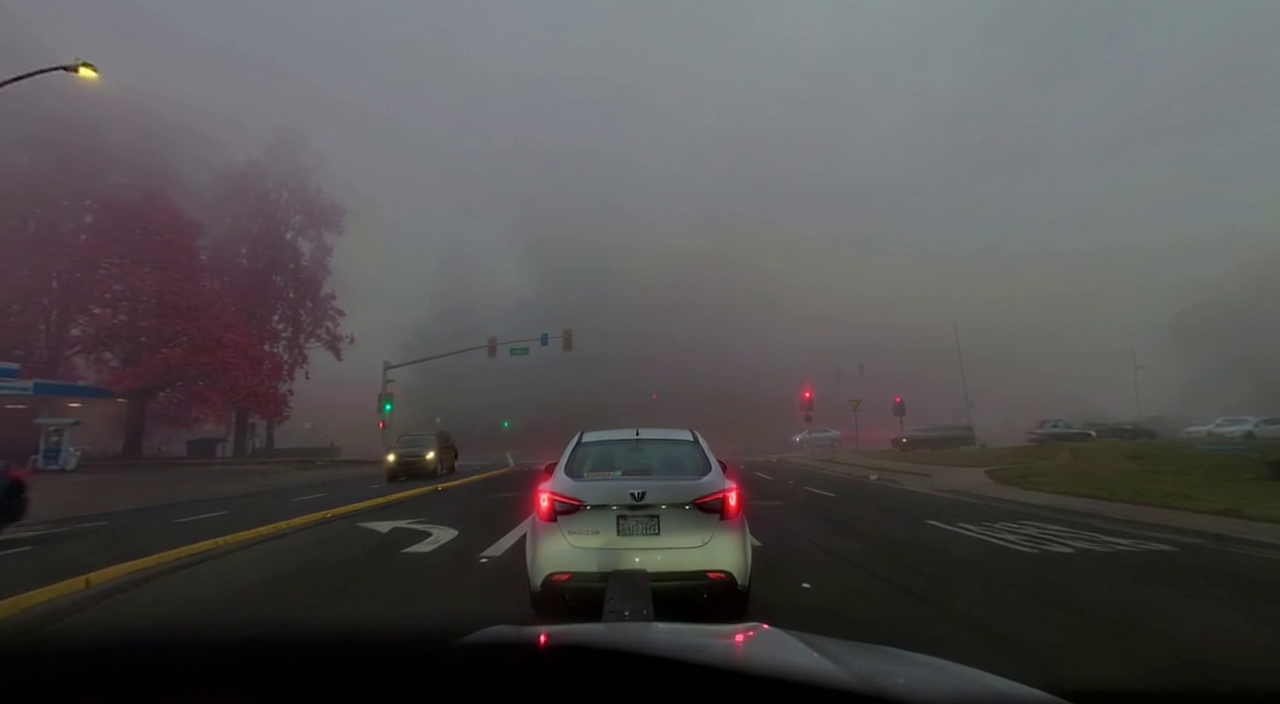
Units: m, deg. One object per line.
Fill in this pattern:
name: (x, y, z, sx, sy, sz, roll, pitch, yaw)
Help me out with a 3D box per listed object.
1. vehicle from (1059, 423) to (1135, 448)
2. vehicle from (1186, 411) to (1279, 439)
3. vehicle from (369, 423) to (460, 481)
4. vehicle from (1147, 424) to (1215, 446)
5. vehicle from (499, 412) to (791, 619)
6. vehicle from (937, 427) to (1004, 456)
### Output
vehicle: (34.756, 6.389, 48.038, 4.294, 1.557, 1.744, -4, -7, 1)
vehicle: (36.315, 4.550, 38.620, 1.848, 1.581, 4.475, 0, -8, 3)
vehicle: (-8.936, 4.001, 25.553, 2.378, 2.084, 5.225, 1, -8, -8)
vehicle: (41.104, 6.317, 47.906, 3.573, 1.432, 1.604, -3, -7, 2)
vehicle: (0.011, 1.482, 6.666, 2.112, 1.482, 4.057, 0, -8, -1)
vehicle: (18.377, 4.960, 34.983, 2.053, 1.495, 4.091, -8, -12, 44)
